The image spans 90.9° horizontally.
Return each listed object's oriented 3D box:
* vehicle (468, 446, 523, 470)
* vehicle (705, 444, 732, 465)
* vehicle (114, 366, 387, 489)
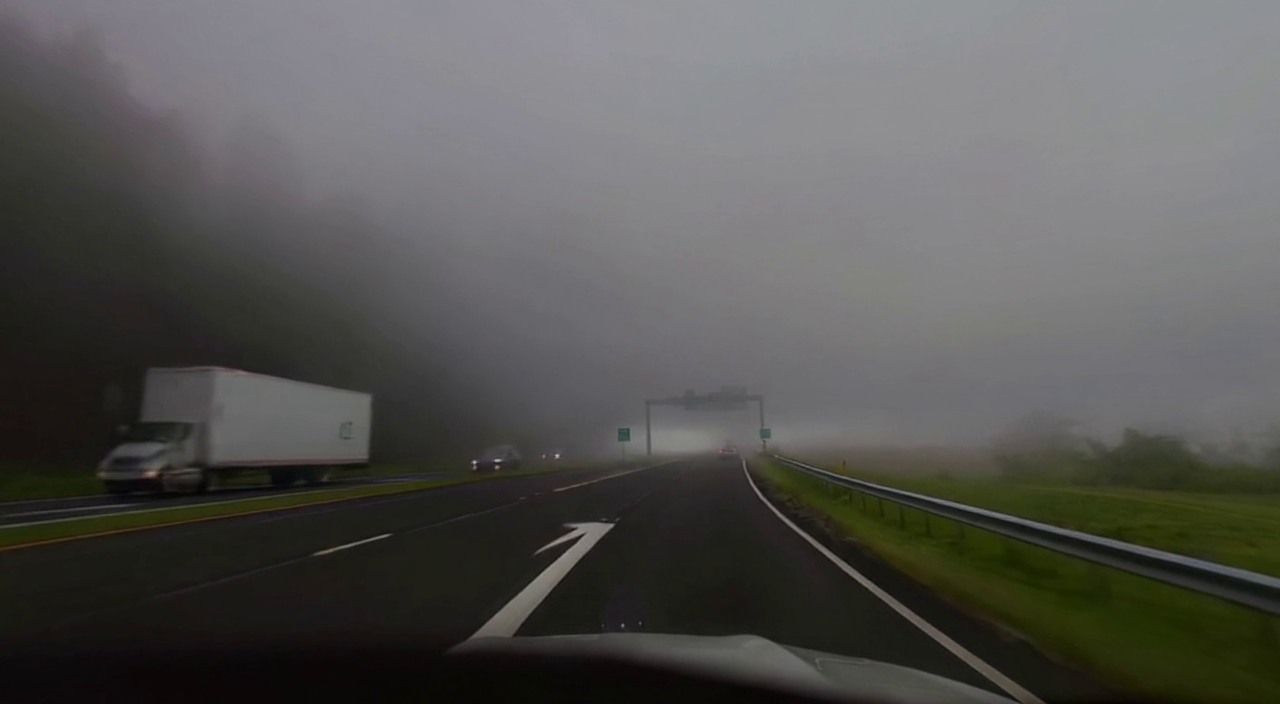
[{"bbox_3d":[-9.400,6.938,41.389,1.908,1.447,4.337,-2,-9,10],"label":"vehicle"},{"bbox_3d":[5.755,7.493,46.002,1.807,1.427,3.645,-2,-9,9],"label":"vehicle"},{"bbox_3d":[-13.063,2.868,22.681,2.965,3.507,9.019,-2,-9,9],"label":"vehicle"}]
